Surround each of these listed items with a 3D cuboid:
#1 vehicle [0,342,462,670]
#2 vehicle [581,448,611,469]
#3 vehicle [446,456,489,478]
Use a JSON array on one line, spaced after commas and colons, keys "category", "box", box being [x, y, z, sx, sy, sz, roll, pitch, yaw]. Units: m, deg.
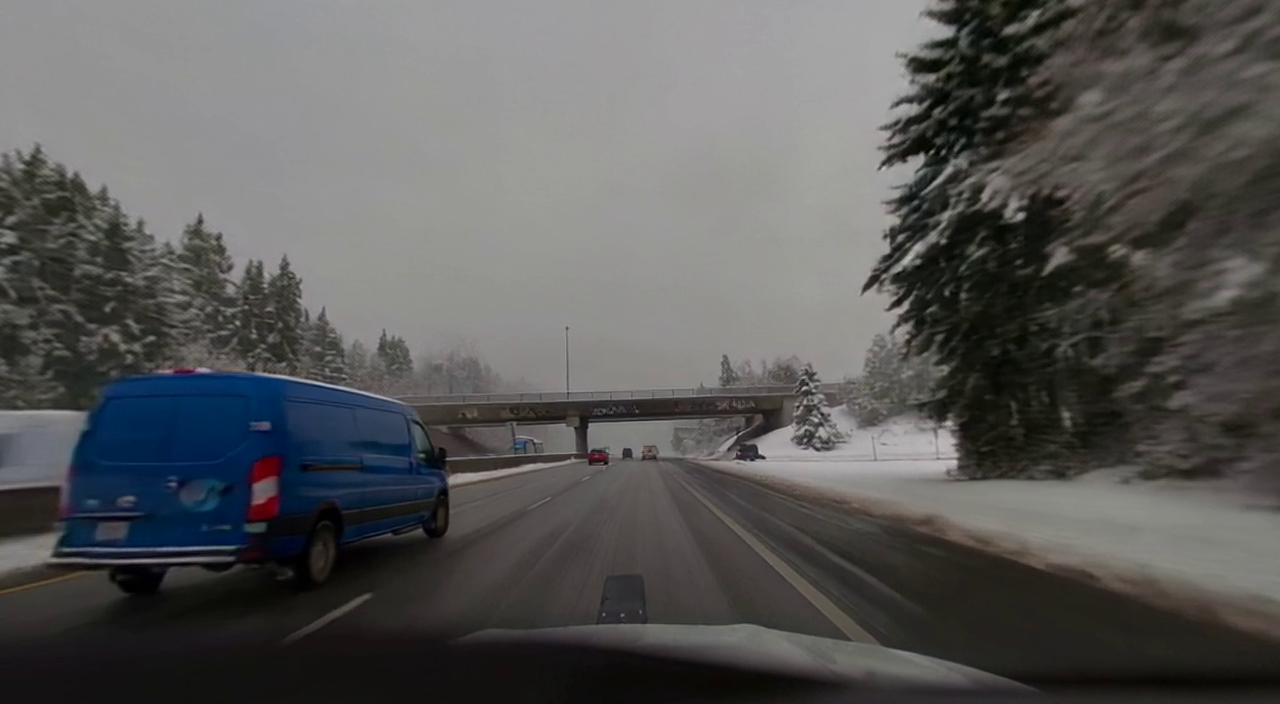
[{"category": "vehicle", "box": [-3.770, 1.319, 6.528, 2.310, 2.030, 5.094, 0, -9, 0]}, {"category": "vehicle", "box": [-3.352, 8.167, 48.628, 1.994, 1.471, 3.962, 0, -9, 1]}, {"category": "vehicle", "box": [-12.562, 8.391, 46.208, 1.859, 1.450, 4.431, 0, -9, 1]}]
